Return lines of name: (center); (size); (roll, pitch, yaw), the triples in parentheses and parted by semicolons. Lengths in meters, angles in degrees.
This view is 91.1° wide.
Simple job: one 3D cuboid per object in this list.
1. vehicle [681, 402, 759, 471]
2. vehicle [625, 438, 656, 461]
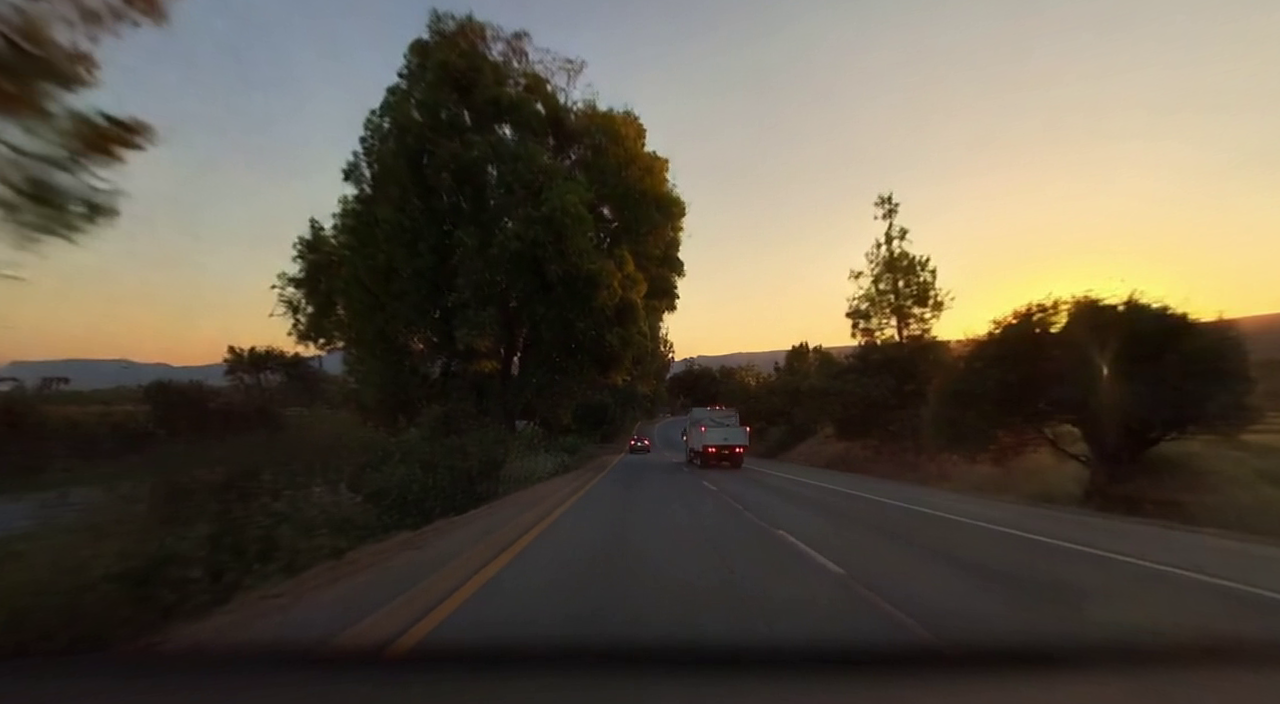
vehicle: (4.003, 4.562, 33.462); (3.015, 3.211, 7.982); (0, -8, -1)
vehicle: (0.029, 7.096, 45.822); (2.170, 1.544, 4.373); (0, -8, 0)
